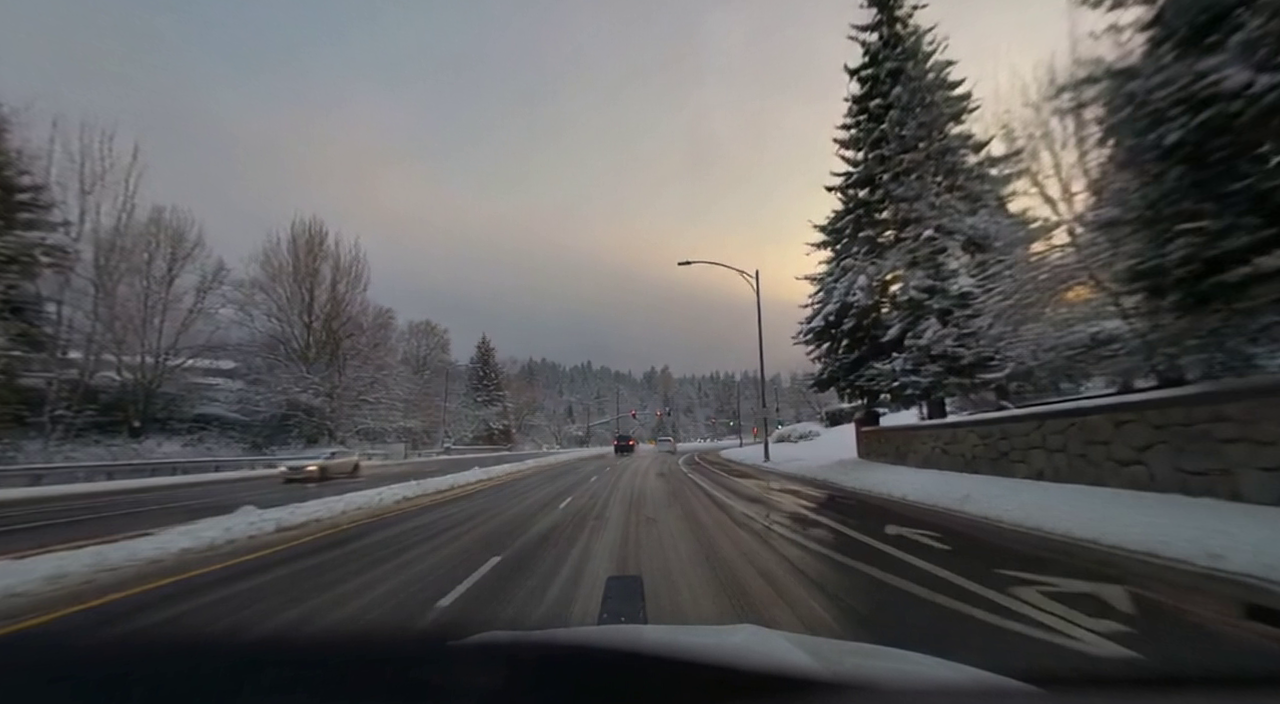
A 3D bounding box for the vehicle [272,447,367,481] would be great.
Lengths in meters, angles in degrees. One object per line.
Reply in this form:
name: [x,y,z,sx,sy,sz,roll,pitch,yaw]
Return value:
vehicle: [-15.017,5.265,29.785,1.889,1.461,4.730,-1,-9,2]
